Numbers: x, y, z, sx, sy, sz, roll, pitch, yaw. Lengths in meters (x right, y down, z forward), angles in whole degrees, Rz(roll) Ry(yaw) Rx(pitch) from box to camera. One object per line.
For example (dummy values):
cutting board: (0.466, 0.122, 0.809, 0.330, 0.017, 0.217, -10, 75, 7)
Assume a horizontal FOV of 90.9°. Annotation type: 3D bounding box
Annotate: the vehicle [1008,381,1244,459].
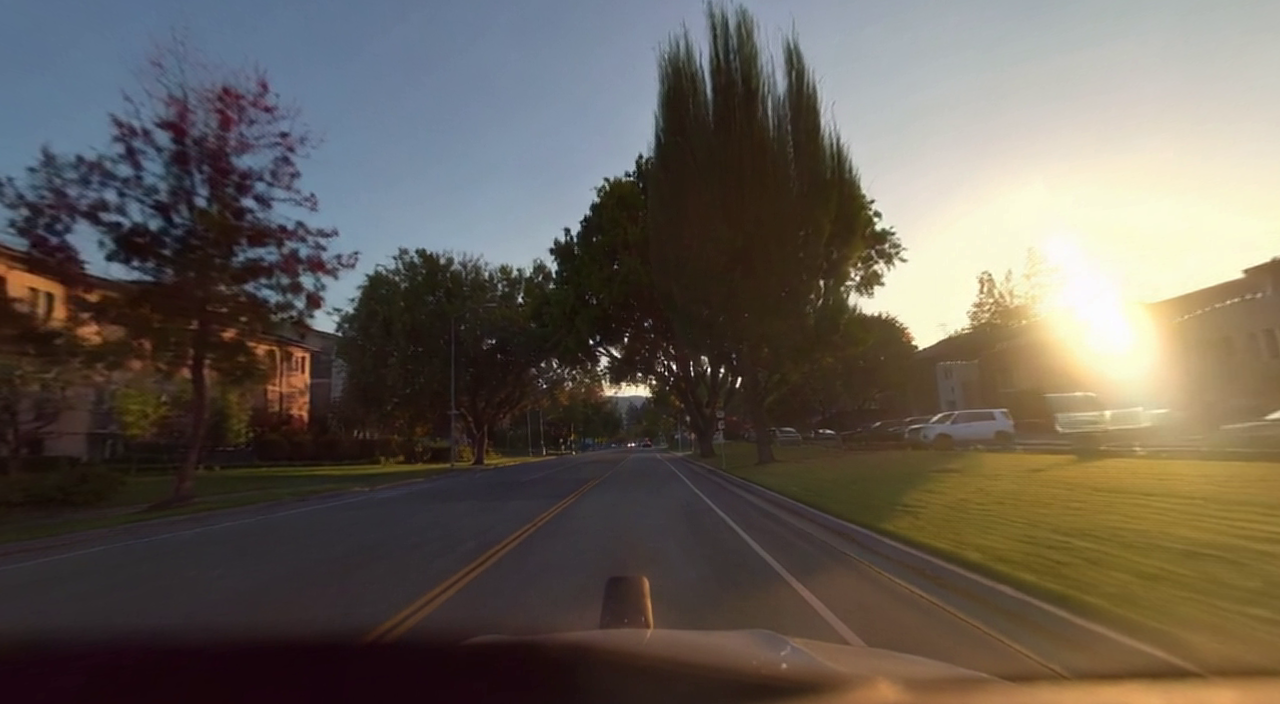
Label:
vehicle: (12.298, 1.789, 16.156, 4.540, 1.824, 1.965, 1, -8, -6)
